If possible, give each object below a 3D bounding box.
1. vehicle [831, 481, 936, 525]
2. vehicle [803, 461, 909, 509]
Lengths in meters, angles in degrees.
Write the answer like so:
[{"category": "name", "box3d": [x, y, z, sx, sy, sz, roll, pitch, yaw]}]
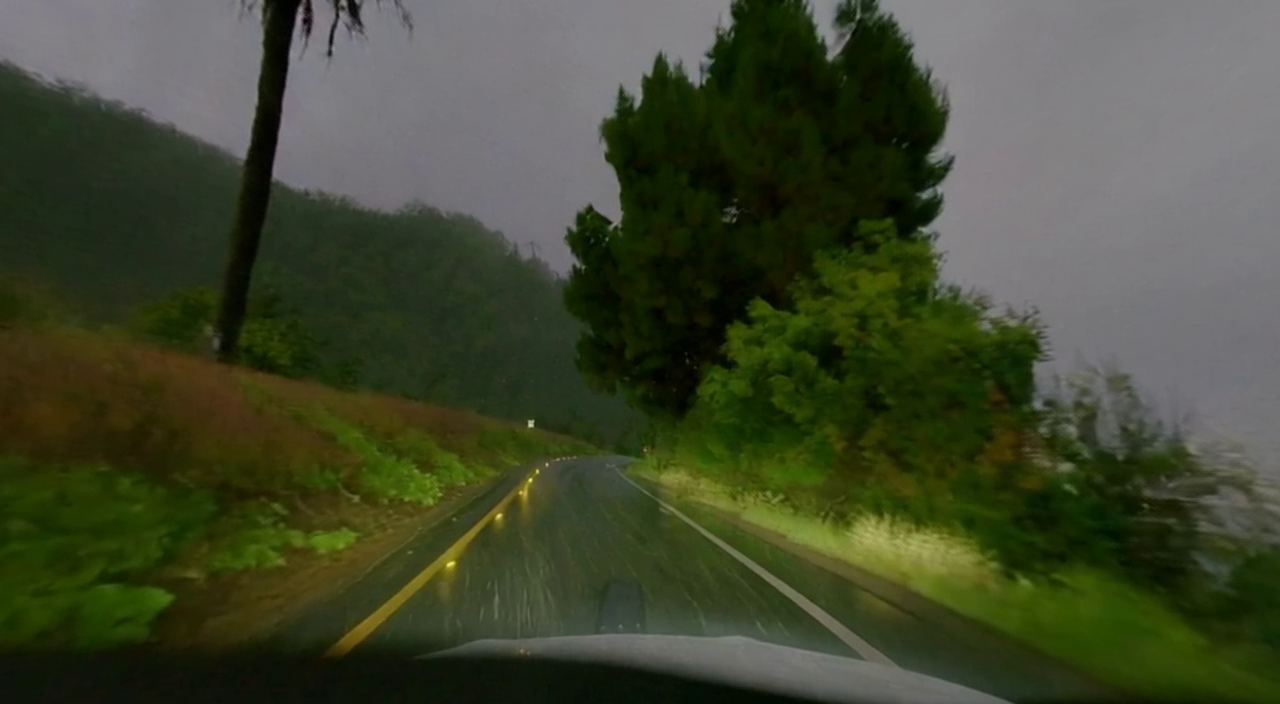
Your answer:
[{"category": "vehicle", "box3d": [10.522, 6.536, 27.532, 3.934, 1.414, 1.895, 4, -11, 9]}, {"category": "vehicle", "box3d": [10.276, 6.381, 30.317, 4.547, 1.929, 2.008, -5, -8, 17]}]
